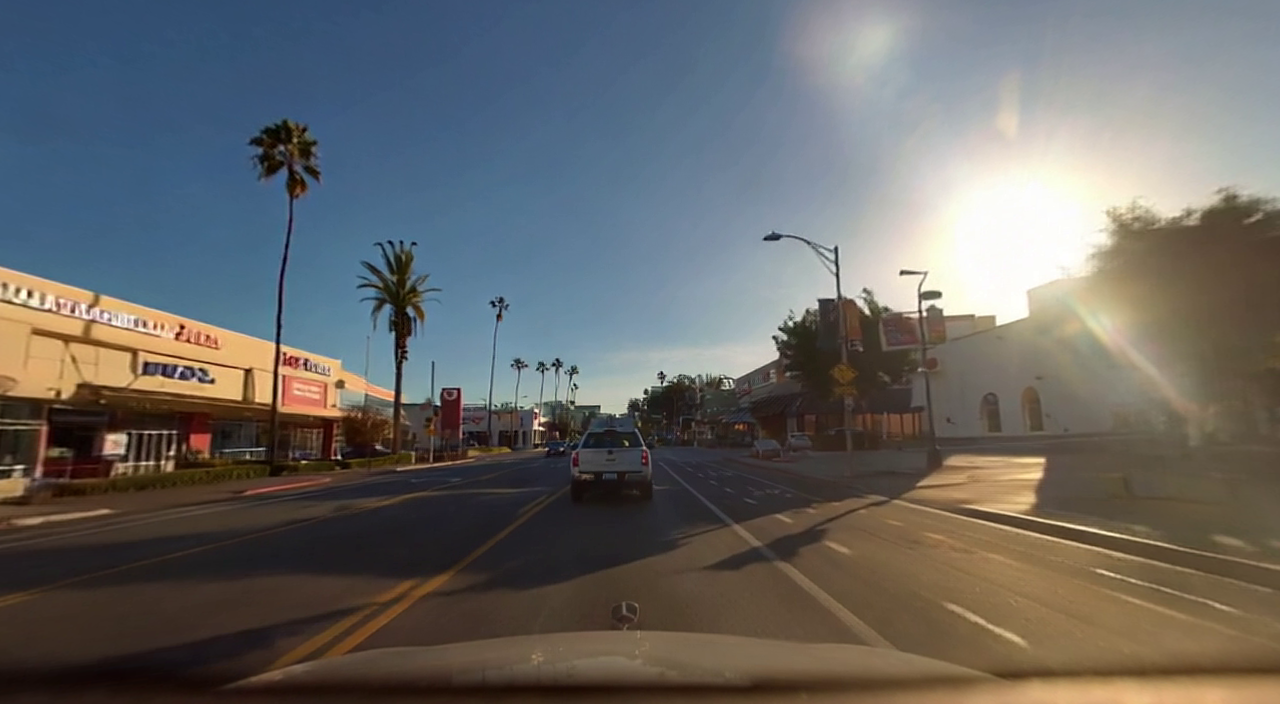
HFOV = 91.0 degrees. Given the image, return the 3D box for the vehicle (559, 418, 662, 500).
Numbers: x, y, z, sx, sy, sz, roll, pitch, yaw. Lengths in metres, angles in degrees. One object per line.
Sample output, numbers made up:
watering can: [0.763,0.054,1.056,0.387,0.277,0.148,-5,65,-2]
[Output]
vehicle: [-0.677,2.627,15.806,2.239,1.763,4.096,0,-8,-1]

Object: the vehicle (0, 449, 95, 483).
vehicle: [-34.728,6.624,36.789,2.013,1.785,4.331,0,-9,-5]
